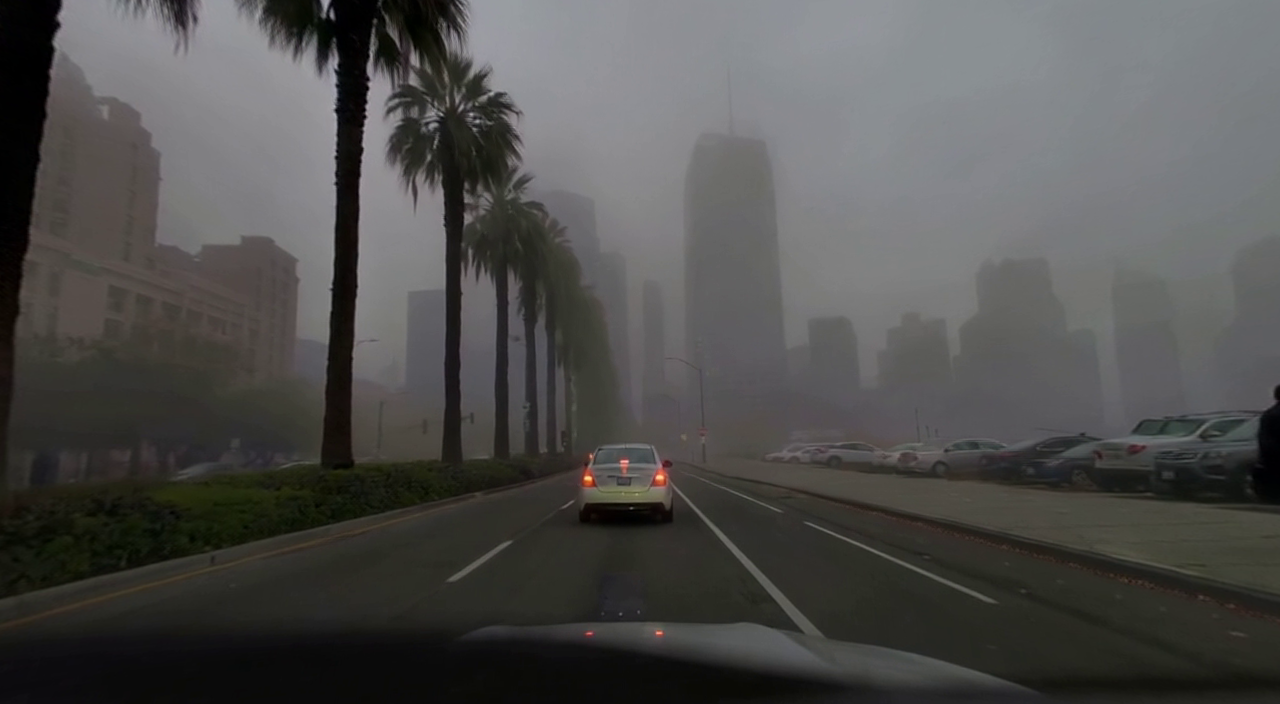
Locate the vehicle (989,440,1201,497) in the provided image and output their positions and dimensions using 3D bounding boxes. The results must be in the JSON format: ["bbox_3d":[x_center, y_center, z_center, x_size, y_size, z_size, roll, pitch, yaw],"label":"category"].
[{"bbox_3d":[12.835,3.287,17.996,4.363,1.488,2.248,1,-9,-4],"label":"vehicle"}]

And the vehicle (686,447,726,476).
[{"bbox_3d":[4.303,7.172,41.693,2.136,1.774,4.778,0,-9,0],"label":"vehicle"}]

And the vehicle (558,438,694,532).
[{"bbox_3d":[-0.222,2.495,12.390,2.235,1.528,3.876,0,-9,0],"label":"vehicle"}]

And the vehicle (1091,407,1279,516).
[{"bbox_3d":[12.919,2.144,12.904,5.301,1.962,2.431,-3,-8,4],"label":"vehicle"}]
